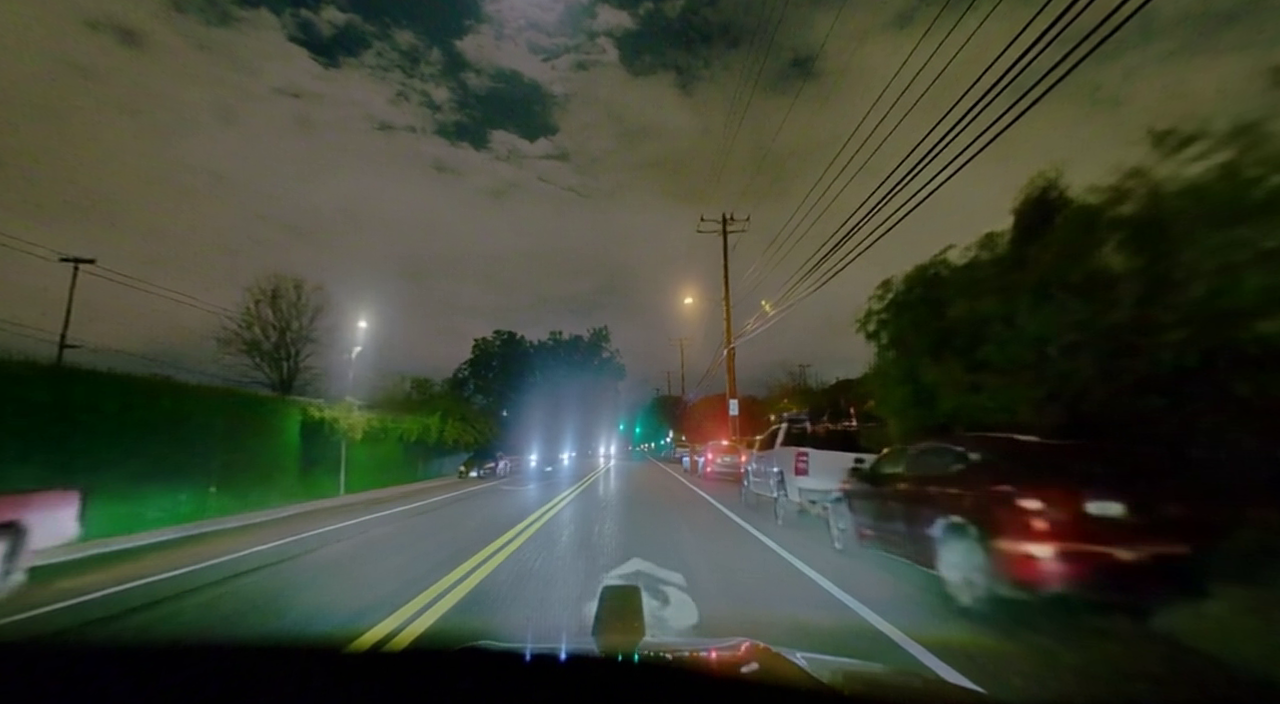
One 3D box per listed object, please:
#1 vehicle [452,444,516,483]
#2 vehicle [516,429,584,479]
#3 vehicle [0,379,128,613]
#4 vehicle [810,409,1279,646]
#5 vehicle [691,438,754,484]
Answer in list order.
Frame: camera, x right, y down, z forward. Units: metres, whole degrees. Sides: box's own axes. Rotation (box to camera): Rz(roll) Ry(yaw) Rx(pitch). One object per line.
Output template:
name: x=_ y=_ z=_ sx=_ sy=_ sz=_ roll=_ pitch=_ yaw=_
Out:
vehicle: x=-6.845 y=4.912 z=28.157 sx=1.866 sy=1.487 sz=4.416 roll=-1 pitch=-8 yaw=-2
vehicle: x=-3.755 y=4.394 z=27.358 sx=2.194 sy=1.935 sz=4.807 roll=0 pitch=-9 yaw=1
vehicle: x=-6.654 y=1.073 z=3.989 sx=2.195 sy=2.033 sz=5.741 roll=-1 pitch=-8 yaw=-2
vehicle: x=3.378 y=1.469 z=6.414 sx=1.914 sy=1.520 sz=4.455 roll=0 pitch=-8 yaw=-2
vehicle: x=3.114 y=4.205 z=24.613 sx=1.826 sy=1.614 sz=4.241 roll=0 pitch=-9 yaw=-1
